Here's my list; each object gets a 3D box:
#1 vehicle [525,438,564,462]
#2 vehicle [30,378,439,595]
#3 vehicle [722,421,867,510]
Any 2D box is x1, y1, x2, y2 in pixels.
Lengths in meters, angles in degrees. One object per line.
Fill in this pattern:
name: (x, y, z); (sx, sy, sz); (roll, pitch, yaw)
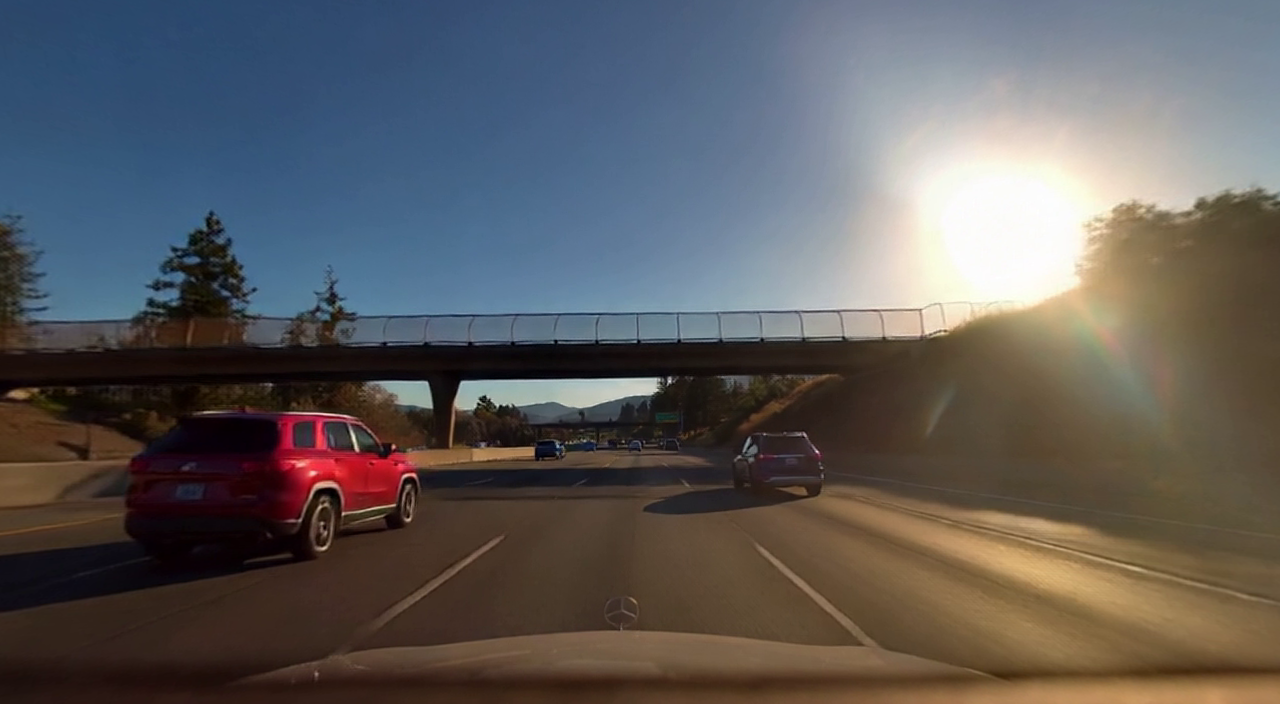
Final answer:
vehicle: (-7.482, 7.709, 49.819); (2.193, 1.818, 4.995); (-1, -9, 1)
vehicle: (-4.298, 1.520, 7.952); (2.018, 1.872, 4.728); (0, -9, -1)
vehicle: (3.386, 2.604, 14.912); (2.185, 1.749, 4.477); (0, -9, -1)
